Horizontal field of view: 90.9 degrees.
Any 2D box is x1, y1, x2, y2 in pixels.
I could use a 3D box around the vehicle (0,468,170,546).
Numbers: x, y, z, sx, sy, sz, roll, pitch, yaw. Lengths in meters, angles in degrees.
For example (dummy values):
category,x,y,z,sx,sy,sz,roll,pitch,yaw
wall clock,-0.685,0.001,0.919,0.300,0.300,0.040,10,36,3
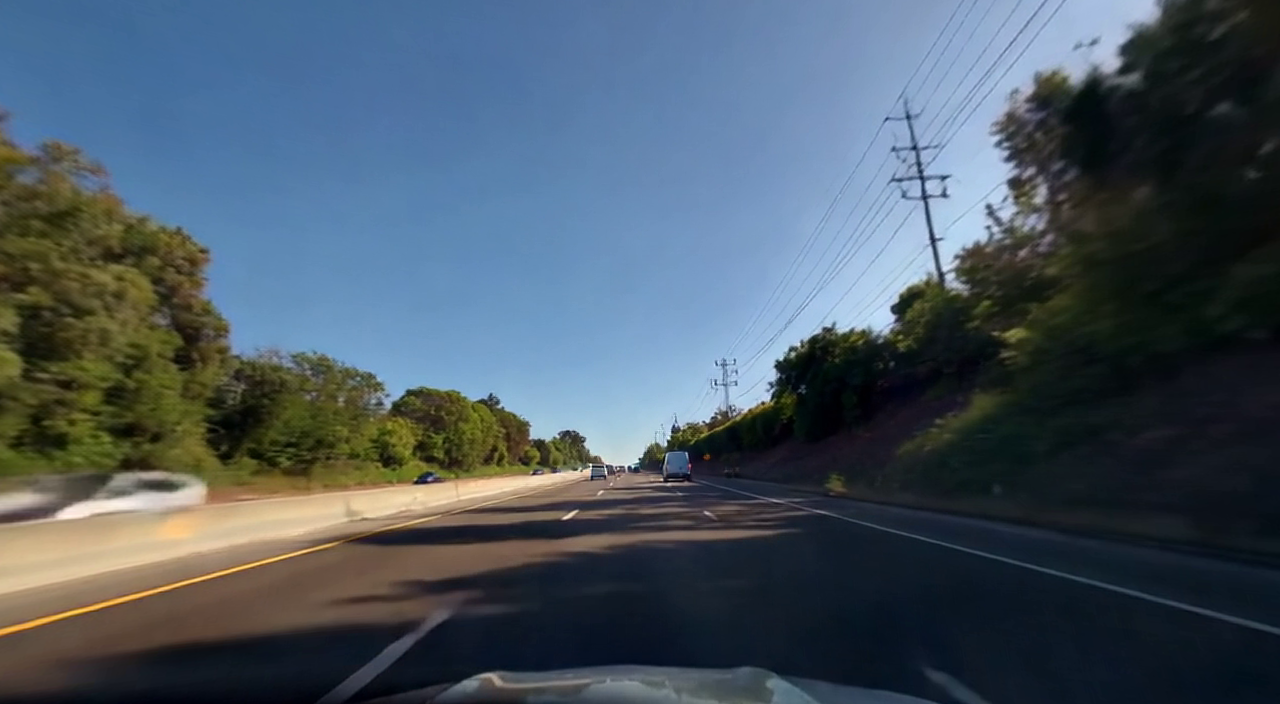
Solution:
category,x,y,z,sx,sy,sz,roll,pitch,yaw
vehicle,-12.866,3.278,13.854,1.898,1.404,4.106,1,-10,-1
